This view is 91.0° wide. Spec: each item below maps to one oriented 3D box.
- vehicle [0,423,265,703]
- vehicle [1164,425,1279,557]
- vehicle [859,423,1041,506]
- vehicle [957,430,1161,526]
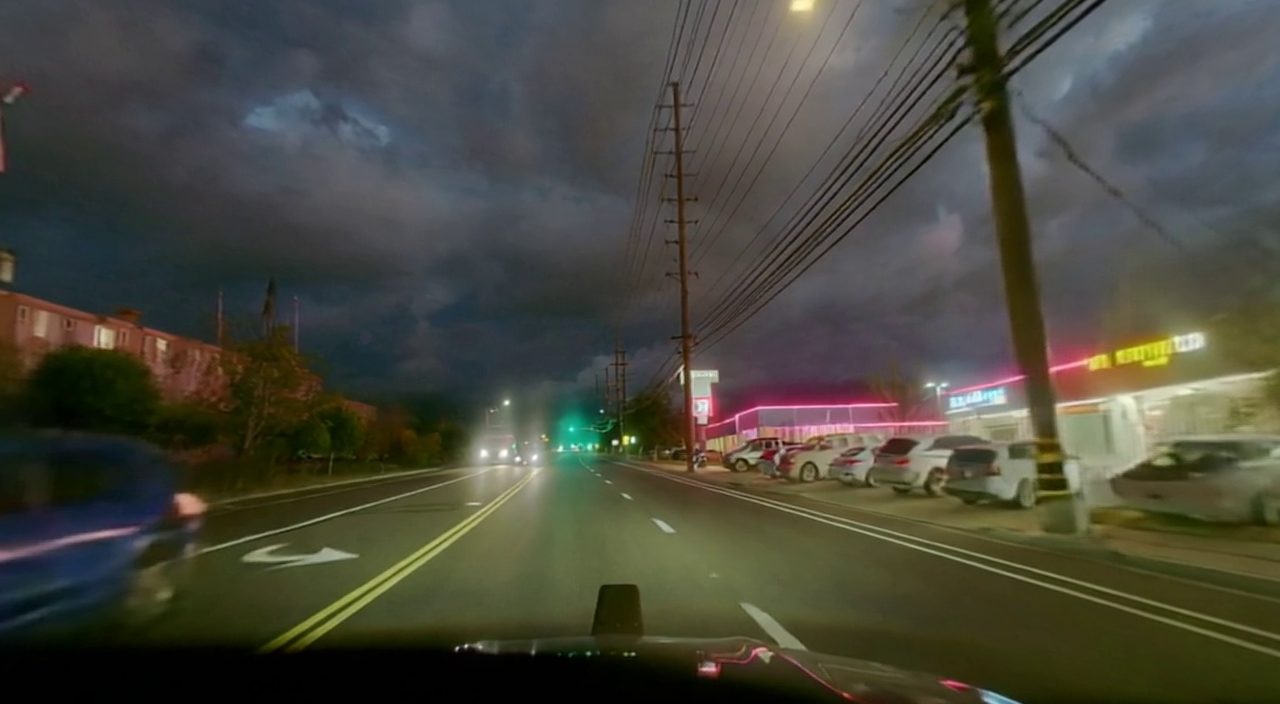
[{"bbox_3d":[-4.262,1.141,3.214,2.122,1.517,4.465,0,-8,-3],"label":"vehicle"},{"bbox_3d":[9.385,1.840,8.907,4.853,1.526,2.074,7,-11,-40],"label":"vehicle"},{"bbox_3d":[8.269,2.866,16.596,5.112,1.832,2.290,7,-11,-40],"label":"vehicle"},{"bbox_3d":[8.519,2.406,12.664,4.502,1.564,2.057,6,-11,-39],"label":"vehicle"}]
